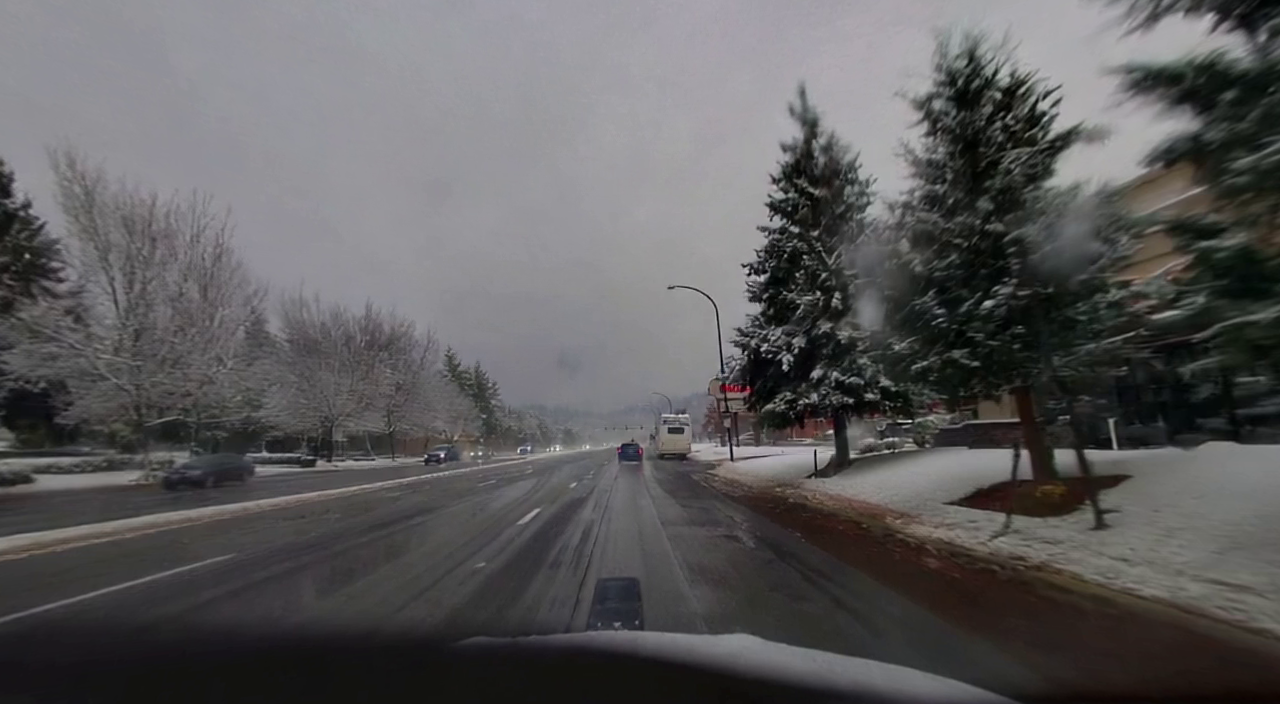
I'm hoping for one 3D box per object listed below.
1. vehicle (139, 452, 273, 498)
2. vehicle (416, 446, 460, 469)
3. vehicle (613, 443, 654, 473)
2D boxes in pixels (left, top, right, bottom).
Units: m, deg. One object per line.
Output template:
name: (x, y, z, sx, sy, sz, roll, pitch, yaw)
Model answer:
vehicle: (-15.499, 4.368, 22.895, 1.811, 1.467, 4.324, 0, -9, -1)
vehicle: (-15.817, 8.298, 49.784, 2.041, 1.685, 4.571, 0, -9, -1)
vehicle: (-0.425, 5.750, 34.570, 2.103, 1.506, 4.742, 0, -9, -3)
